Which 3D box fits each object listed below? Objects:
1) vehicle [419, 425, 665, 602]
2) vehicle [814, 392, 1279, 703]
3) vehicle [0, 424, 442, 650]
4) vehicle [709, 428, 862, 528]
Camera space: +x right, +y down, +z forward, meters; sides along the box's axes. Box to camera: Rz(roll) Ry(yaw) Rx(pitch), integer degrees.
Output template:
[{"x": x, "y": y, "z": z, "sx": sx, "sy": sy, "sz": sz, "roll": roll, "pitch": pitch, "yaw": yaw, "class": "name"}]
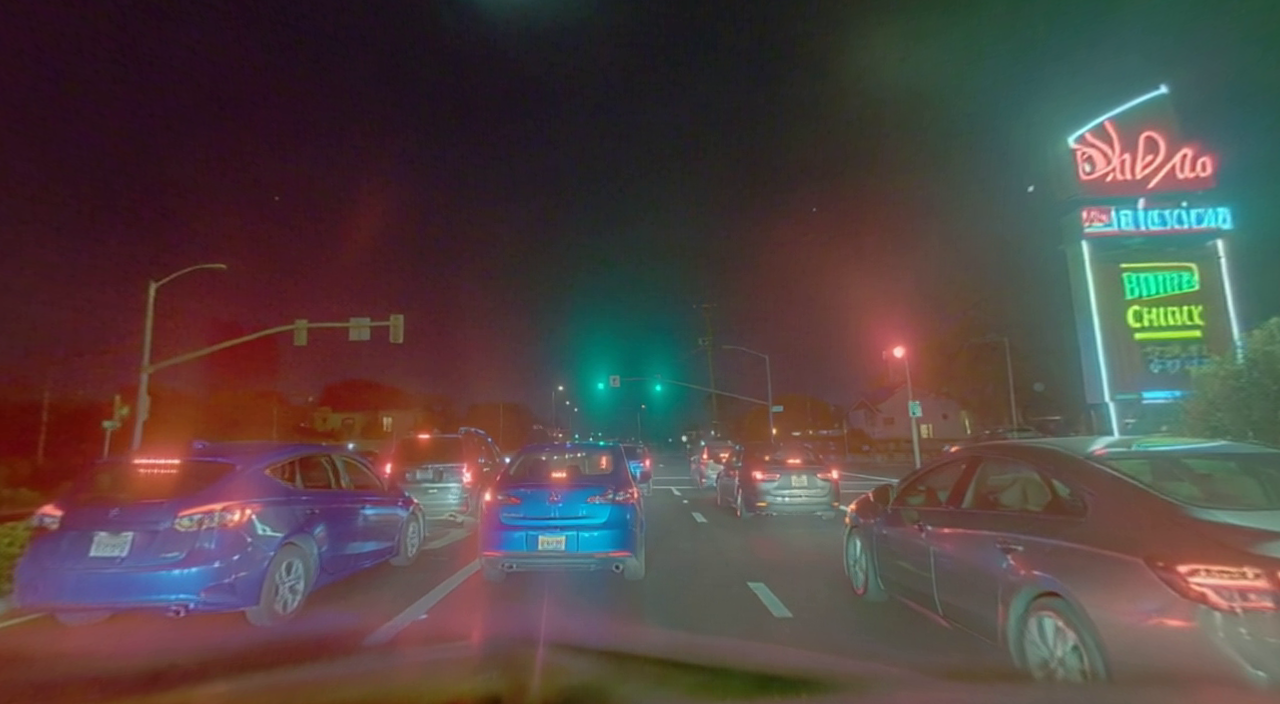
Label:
[{"x": -0.903, "y": 1.674, "z": 7.413, "sx": 2.104, "sy": 1.500, "sz": 3.815, "roll": 0, "pitch": -9, "yaw": -2, "class": "vehicle"}, {"x": 2.764, "y": 1.167, "z": 3.994, "sx": 2.014, "sy": 1.464, "sz": 4.312, "roll": 0, "pitch": -9, "yaw": -1, "class": "vehicle"}, {"x": -3.681, "y": 1.560, "z": 6.499, "sx": 2.058, "sy": 1.474, "sz": 4.473, "roll": 0, "pitch": -9, "yaw": -3, "class": "vehicle"}, {"x": 2.613, "y": 2.374, "z": 12.499, "sx": 1.956, "sy": 1.615, "sz": 4.205, "roll": 0, "pitch": -9, "yaw": -1, "class": "vehicle"}]
